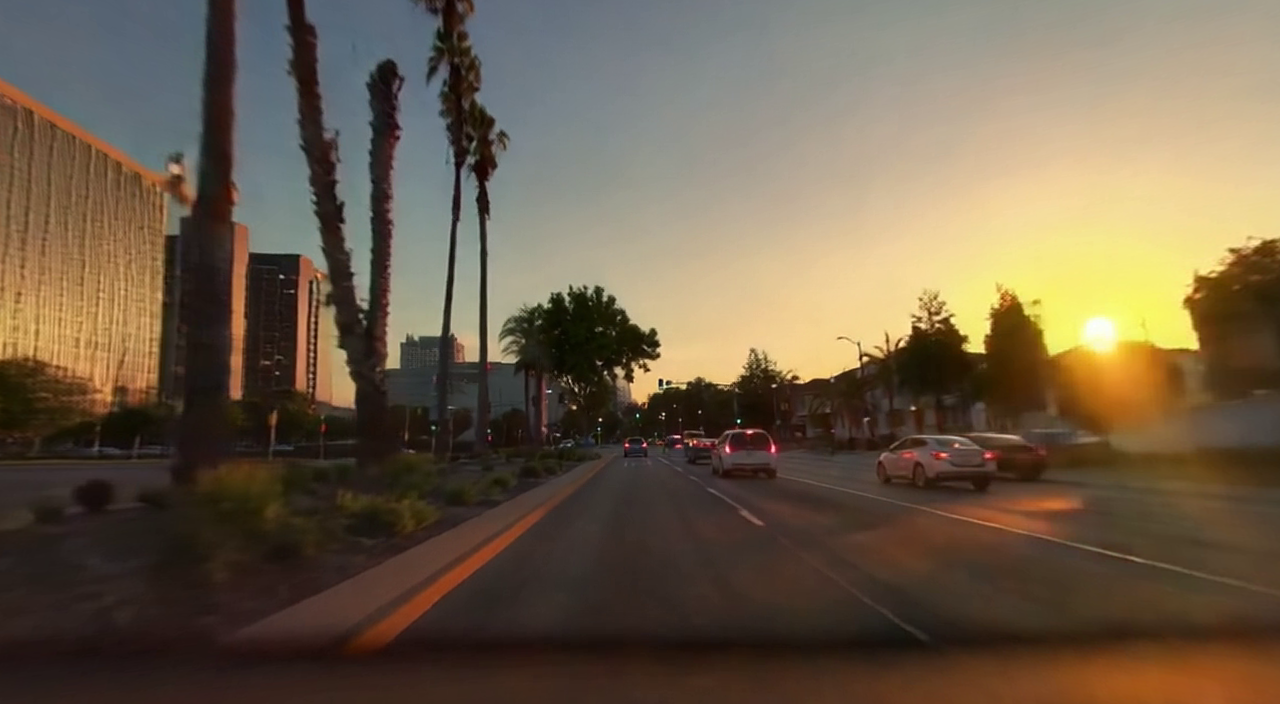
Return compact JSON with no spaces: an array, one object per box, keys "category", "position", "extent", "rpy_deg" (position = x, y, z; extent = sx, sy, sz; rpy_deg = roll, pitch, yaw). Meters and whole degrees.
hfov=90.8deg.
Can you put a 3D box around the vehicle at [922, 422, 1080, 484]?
[{"category":"vehicle","position":[12.719,3.625,22.850],"extent":[2.157,1.937,5.386],"rpy_deg":[0,-9,-5]}]

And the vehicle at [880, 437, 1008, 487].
[{"category":"vehicle","position":[9.840,3.586,20.925],"extent":[1.871,1.465,4.395],"rpy_deg":[0,-9,-3]}]

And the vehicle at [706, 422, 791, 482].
[{"category":"vehicle","position":[3.757,3.584,22.838],"extent":[2.104,1.910,4.693],"rpy_deg":[0,-9,-2]}]

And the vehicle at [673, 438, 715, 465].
[{"category":"vehicle","position":[3.203,6.000,38.251],"extent":[2.010,1.509,4.377],"rpy_deg":[0,-9,-2]}]
